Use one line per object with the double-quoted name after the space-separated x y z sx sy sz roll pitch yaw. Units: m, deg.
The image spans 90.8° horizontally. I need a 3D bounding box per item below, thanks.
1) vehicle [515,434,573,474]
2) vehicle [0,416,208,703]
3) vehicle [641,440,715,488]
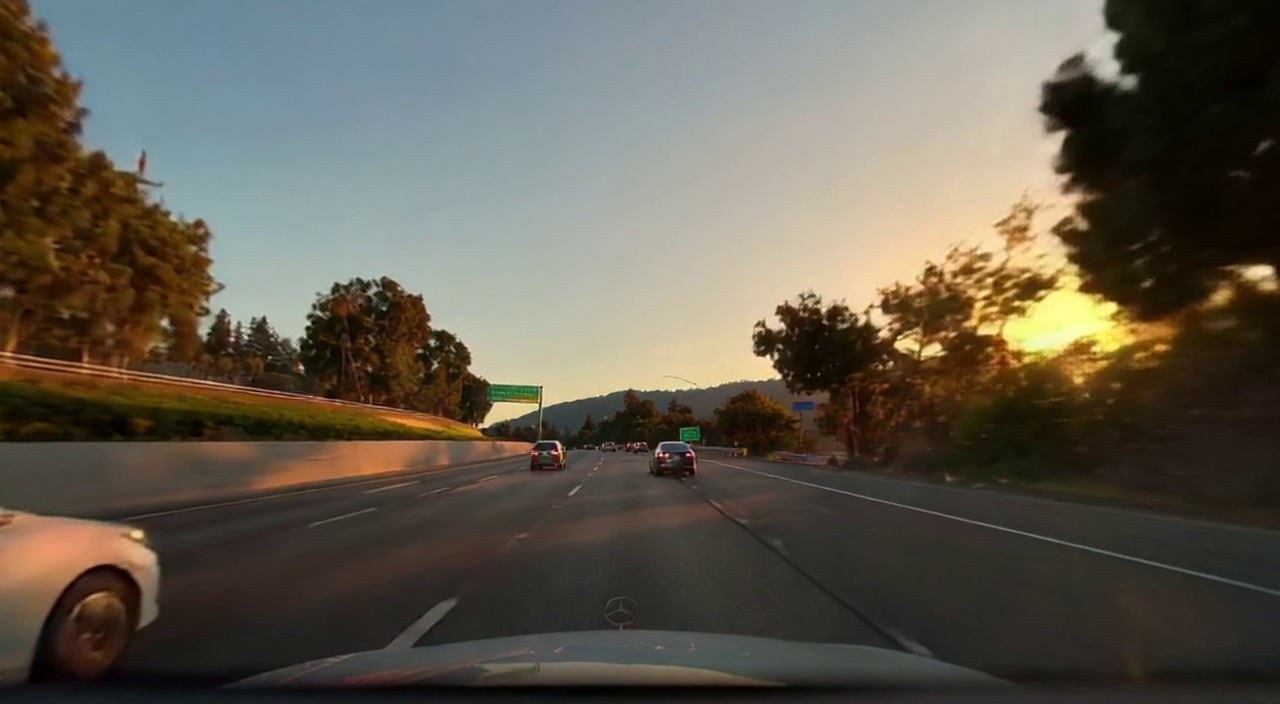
-4.560 4.928 30.770 2.244 1.755 4.417 0 -8 -2 "vehicle"
-3.903 0.862 1.643 2.049 1.482 4.981 0 -8 0 "vehicle"
1.177 3.744 21.499 1.947 1.437 4.345 0 -8 -4 "vehicle"
